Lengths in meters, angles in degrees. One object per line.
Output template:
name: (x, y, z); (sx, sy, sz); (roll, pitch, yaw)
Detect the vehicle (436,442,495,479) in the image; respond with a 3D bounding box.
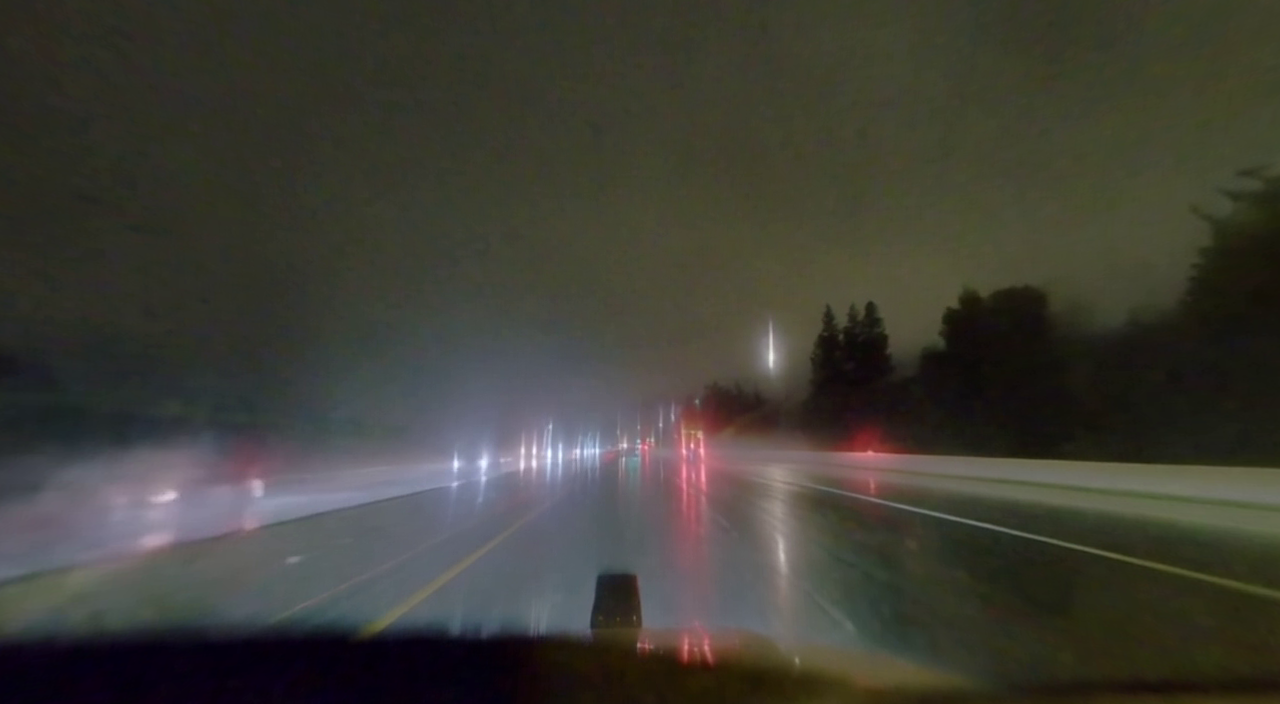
vehicle: (-8.852, 5.531, 32.171); (2.032, 1.690, 4.489); (0, -9, -5)

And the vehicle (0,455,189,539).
vehicle: (-12.921, 3.210, 14.504); (1.920, 1.572, 4.264); (0, -9, -3)

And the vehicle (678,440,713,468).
vehicle: (3.356, 6.194, 38.253); (1.972, 1.614, 4.025); (-1, -9, 5)
